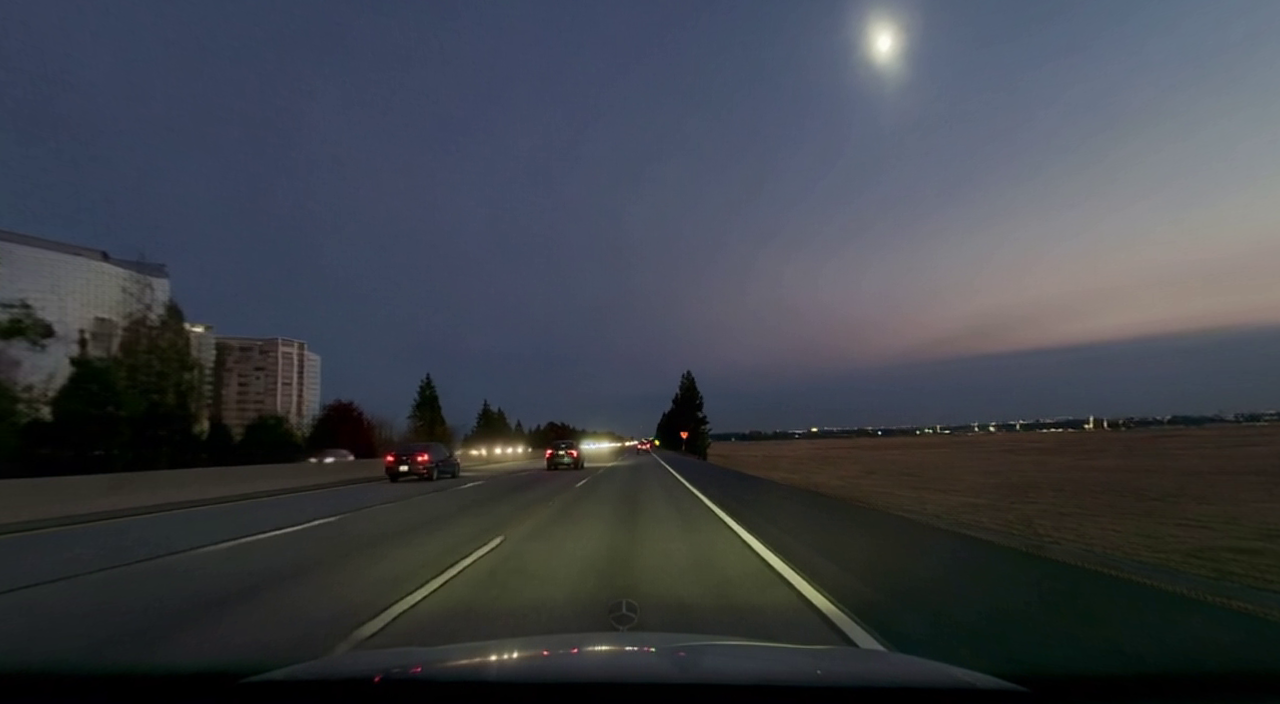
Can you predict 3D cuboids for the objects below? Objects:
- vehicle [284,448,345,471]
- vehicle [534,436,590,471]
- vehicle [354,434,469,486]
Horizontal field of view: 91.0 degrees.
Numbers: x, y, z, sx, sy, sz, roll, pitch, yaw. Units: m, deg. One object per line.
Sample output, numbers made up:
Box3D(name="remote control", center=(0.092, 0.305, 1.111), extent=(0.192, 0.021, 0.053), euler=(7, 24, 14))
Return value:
Box3D(name="vehicle", center=(-22.825, 7.531, 44.383), extent=(1.831, 1.515, 4.496), euler=(0, -8, 1))
Box3D(name="vehicle", center=(-3.814, 5.085, 31.656), extent=(2.083, 1.588, 4.801), euler=(0, -8, 1))
Box3D(name="vehicle", center=(-7.470, 3.578, 21.176), extent=(2.034, 1.523, 4.627), euler=(0, -8, 1))
